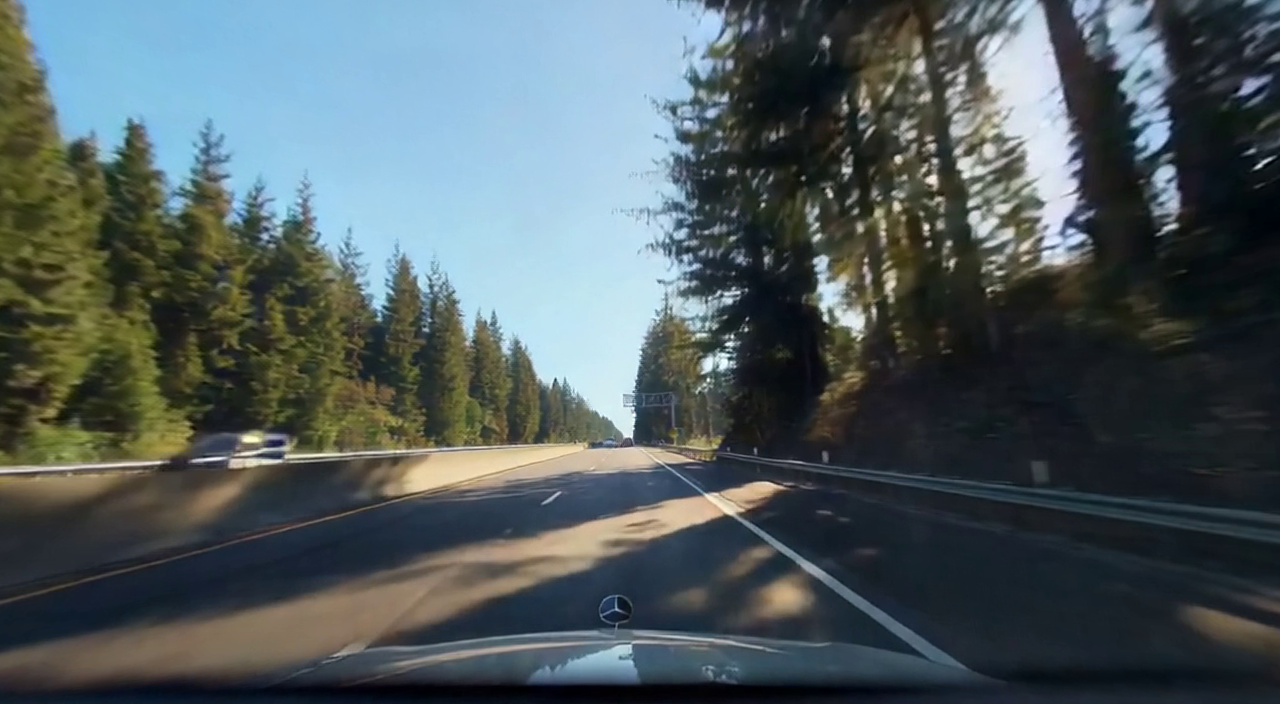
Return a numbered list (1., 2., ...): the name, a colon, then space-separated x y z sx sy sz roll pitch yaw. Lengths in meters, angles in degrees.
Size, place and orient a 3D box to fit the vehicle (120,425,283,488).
1. vehicle: -13.896 3.321 20.385 1.991 1.780 4.619 0 -8 -2
